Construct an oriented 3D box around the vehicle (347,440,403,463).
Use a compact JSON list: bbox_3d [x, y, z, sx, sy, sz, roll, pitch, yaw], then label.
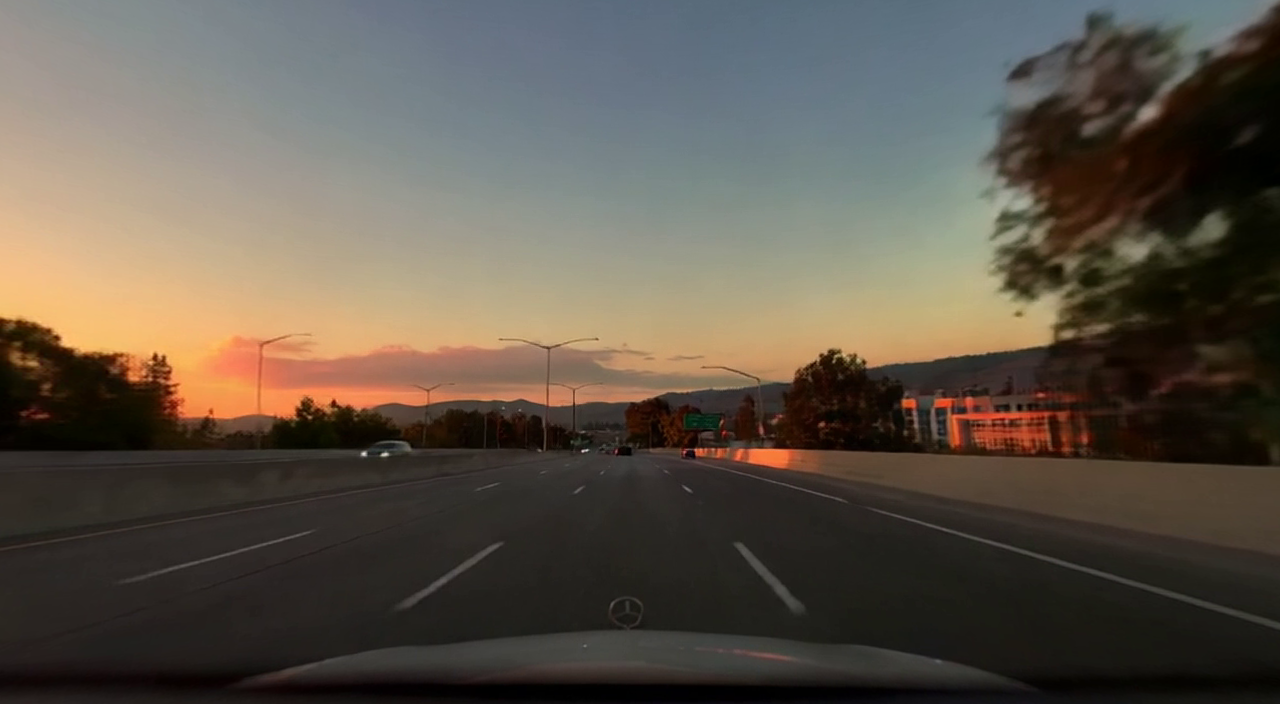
[{"bbox_3d":[-19.388,7.306,46.361,1.954,1.614,4.884,0,-9,0],"label":"vehicle"}]
